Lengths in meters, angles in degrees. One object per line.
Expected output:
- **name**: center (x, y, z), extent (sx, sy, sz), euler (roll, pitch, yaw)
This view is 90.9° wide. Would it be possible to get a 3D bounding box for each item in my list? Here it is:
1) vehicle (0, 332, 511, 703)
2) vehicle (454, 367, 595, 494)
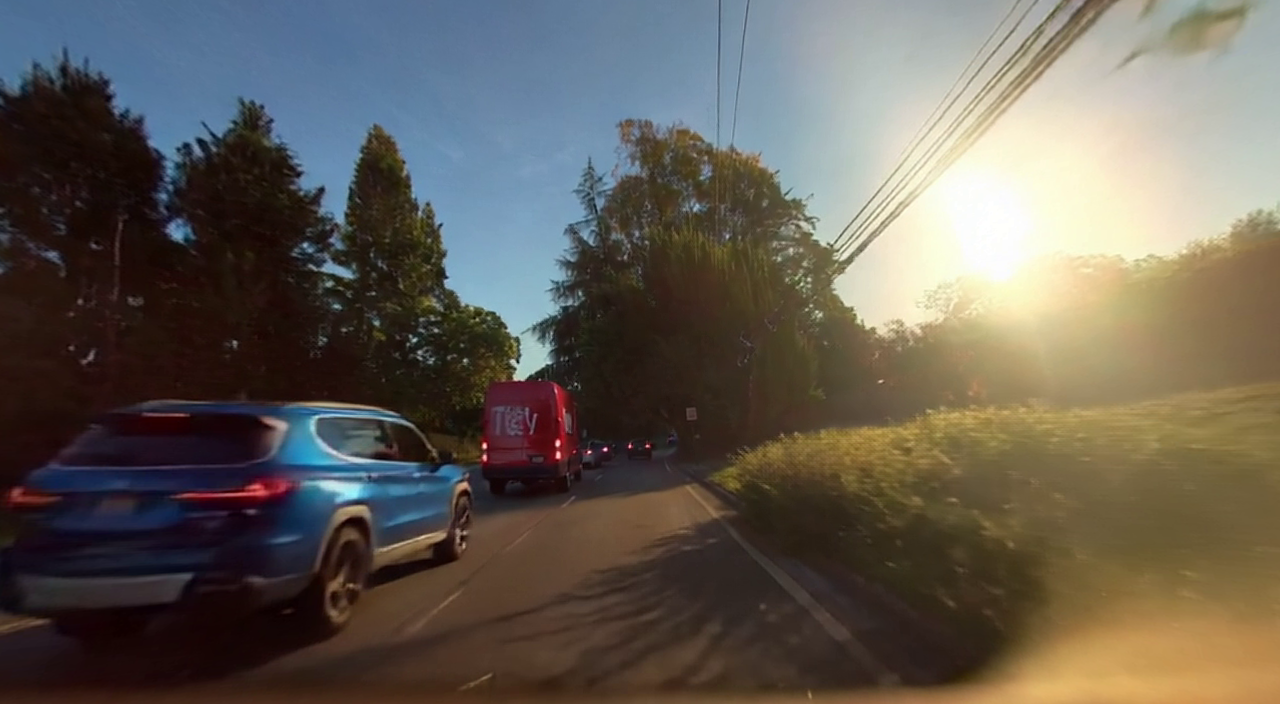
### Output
- **vehicle**: center (-2.855, 1.215, 5.447), extent (2.187, 1.821, 5.501), euler (-1, -8, 2)
- **vehicle**: center (-3.245, 2.630, 20.559), extent (2.818, 3.181, 9.114), euler (0, -8, 0)
